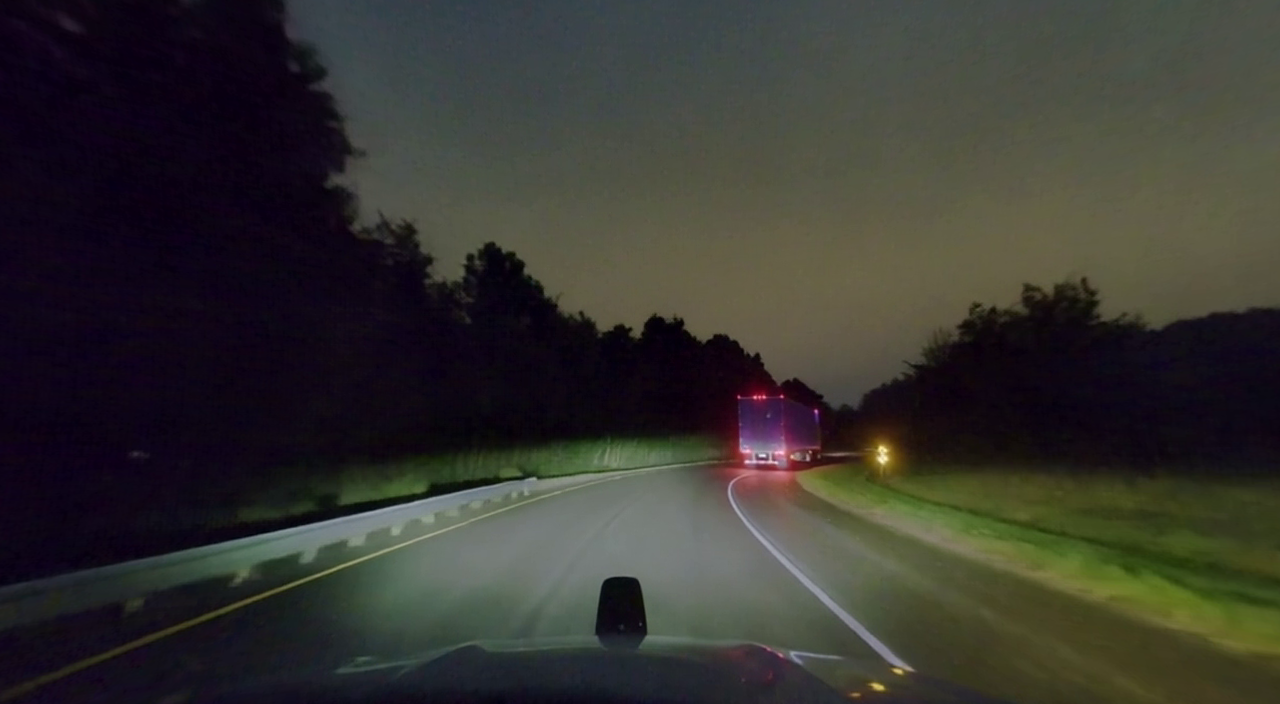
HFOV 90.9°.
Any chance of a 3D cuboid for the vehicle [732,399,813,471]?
[{"bbox_3d":[9.547,5.884,43.716,3.087,4.178,13.682,-4,-9,21],"label":"vehicle"}]
